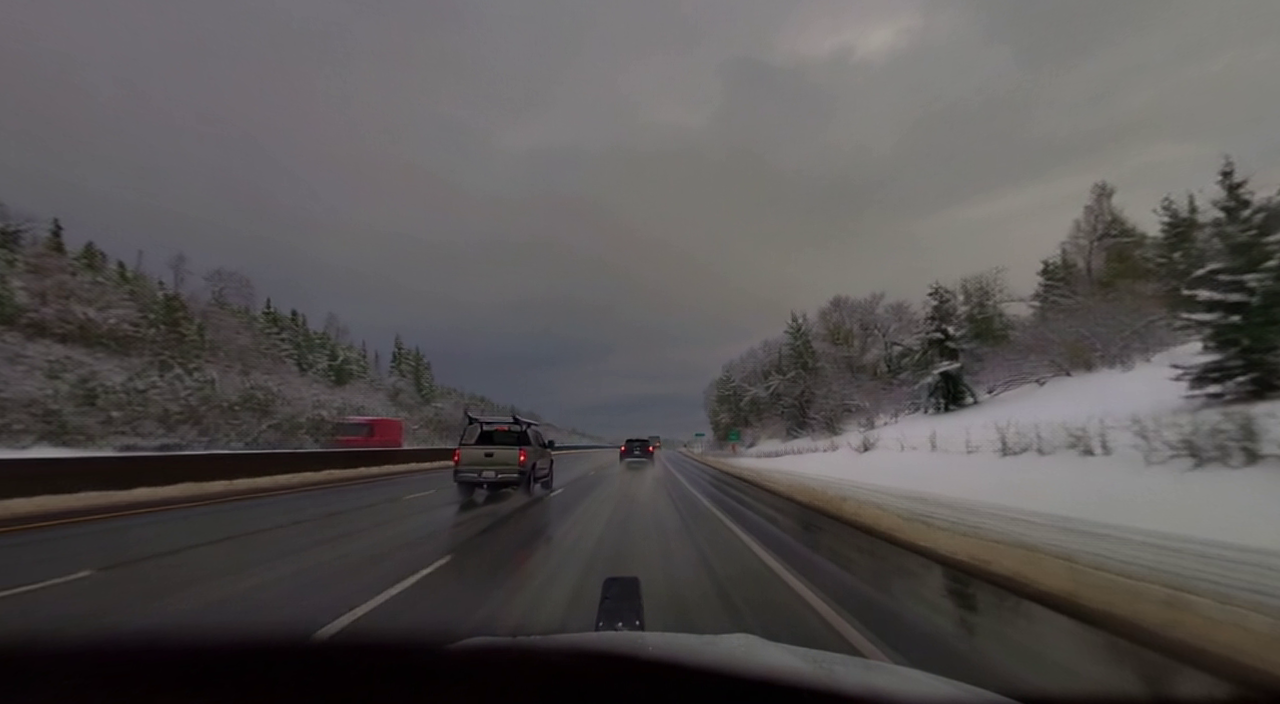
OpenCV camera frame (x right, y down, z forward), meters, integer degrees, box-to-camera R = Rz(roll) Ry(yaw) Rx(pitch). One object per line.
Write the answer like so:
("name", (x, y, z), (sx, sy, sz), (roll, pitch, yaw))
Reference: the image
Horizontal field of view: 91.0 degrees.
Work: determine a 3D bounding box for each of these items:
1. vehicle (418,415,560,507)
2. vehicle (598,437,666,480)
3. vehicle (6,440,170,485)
("vehicle", (-3.557, 2.700, 16.023), (2.250, 1.947, 4.860), (0, -9, 2))
("vehicle", (-0.245, 4.648, 27.735), (2.715, 1.669, 5.163), (0, -9, 1))
("vehicle", (-20.773, 4.165, 24.052), (1.903, 1.547, 4.705), (0, -9, 1))
